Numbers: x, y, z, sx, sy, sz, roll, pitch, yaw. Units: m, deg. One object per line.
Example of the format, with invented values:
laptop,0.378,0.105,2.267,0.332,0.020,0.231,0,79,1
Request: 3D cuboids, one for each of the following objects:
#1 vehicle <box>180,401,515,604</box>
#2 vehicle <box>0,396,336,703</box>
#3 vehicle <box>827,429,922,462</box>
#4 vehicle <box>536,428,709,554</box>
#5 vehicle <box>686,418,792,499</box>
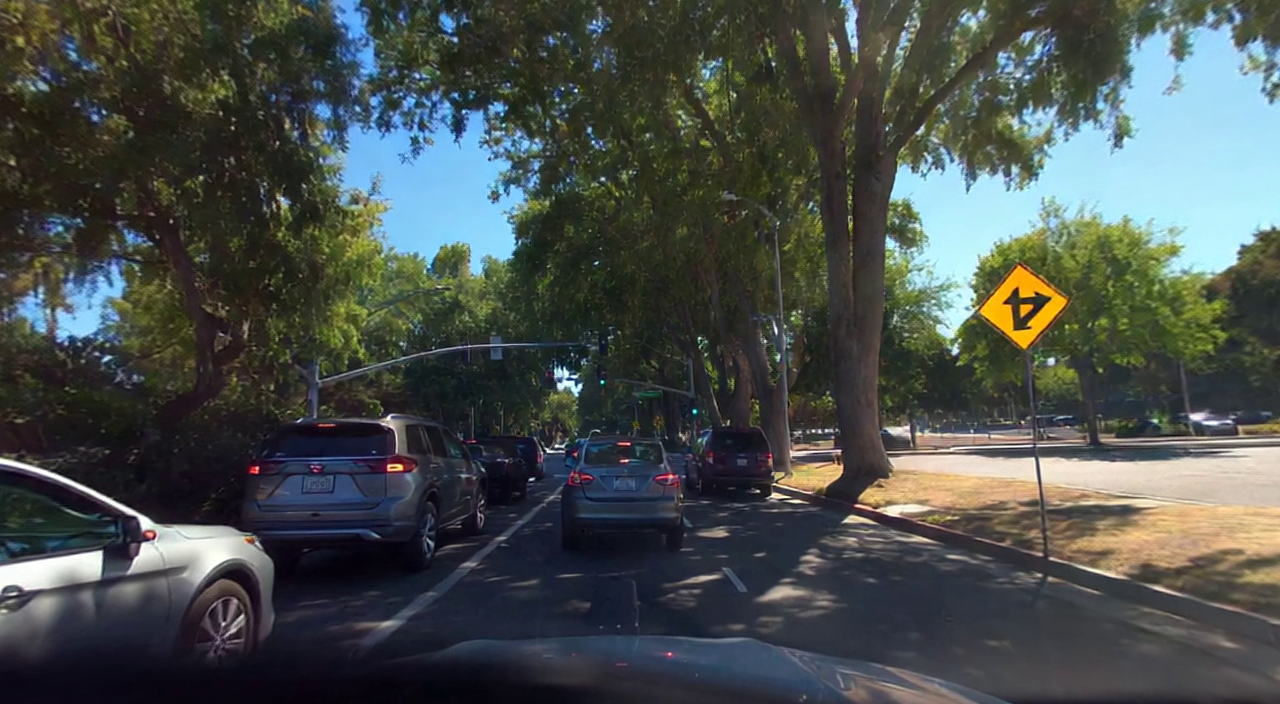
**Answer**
vehicle,-2.895,1.577,7.450,1.964,1.712,4.097,0,-8,0
vehicle,-2.966,0.840,1.626,1.974,1.484,4.716,0,-8,0
vehicle,11.364,4.559,30.700,3.883,1.534,1.779,0,-8,2
vehicle,-0.257,1.916,9.342,2.025,1.453,3.848,0,-8,-2
vehicle,2.456,2.806,16.878,2.059,1.864,4.541,0,-8,-1
